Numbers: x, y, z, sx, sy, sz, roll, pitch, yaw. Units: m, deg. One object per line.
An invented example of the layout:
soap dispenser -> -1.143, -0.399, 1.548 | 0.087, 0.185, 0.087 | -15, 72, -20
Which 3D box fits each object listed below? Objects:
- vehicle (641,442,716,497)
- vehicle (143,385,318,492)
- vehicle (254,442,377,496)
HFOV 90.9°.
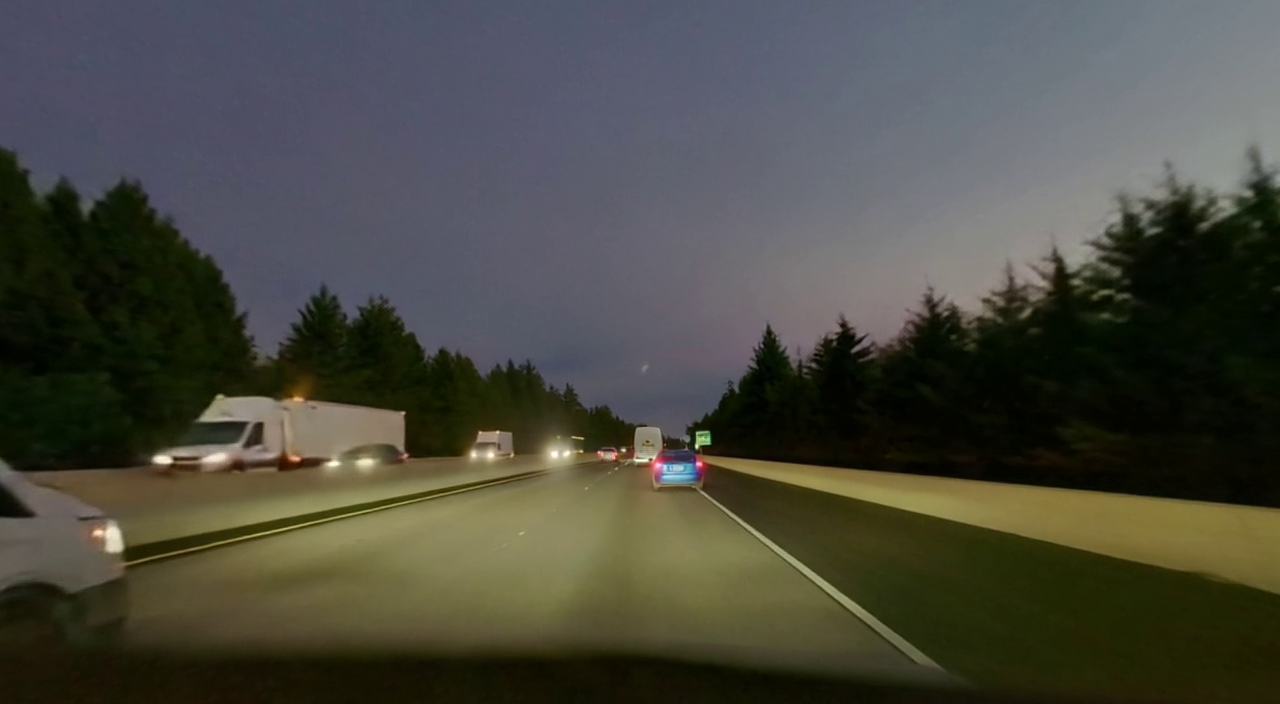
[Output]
vehicle -> 1.058, 3.497, 19.057 | 2.012, 1.485, 3.649 | 0, -9, 0
vehicle -> -16.714, 3.644, 26.405 | 2.956, 3.936, 6.173 | 0, -9, 1
vehicle -> -12.225, 4.410, 24.200 | 2.042, 1.813, 4.926 | 0, -9, 1
